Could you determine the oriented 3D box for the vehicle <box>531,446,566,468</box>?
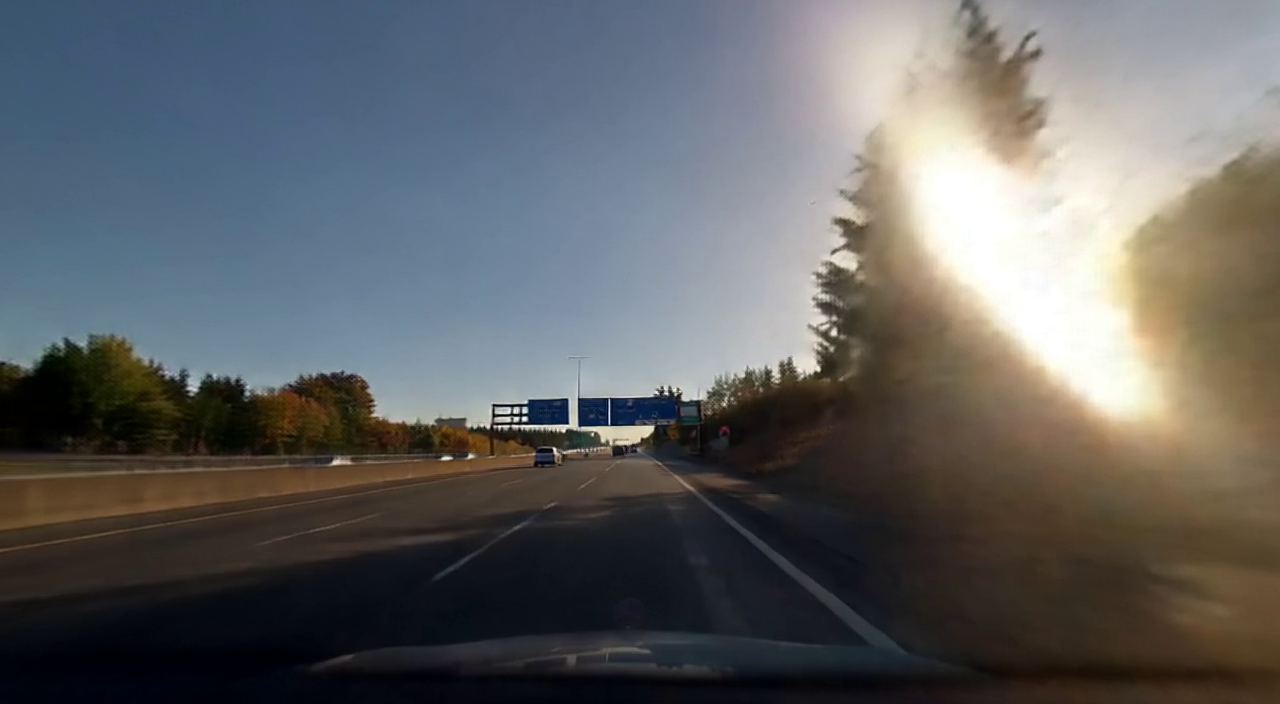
[{"bbox_3d":[-7.114,8.209,49.458,2.098,1.606,4.227,0,-9,1],"label":"vehicle"}]
